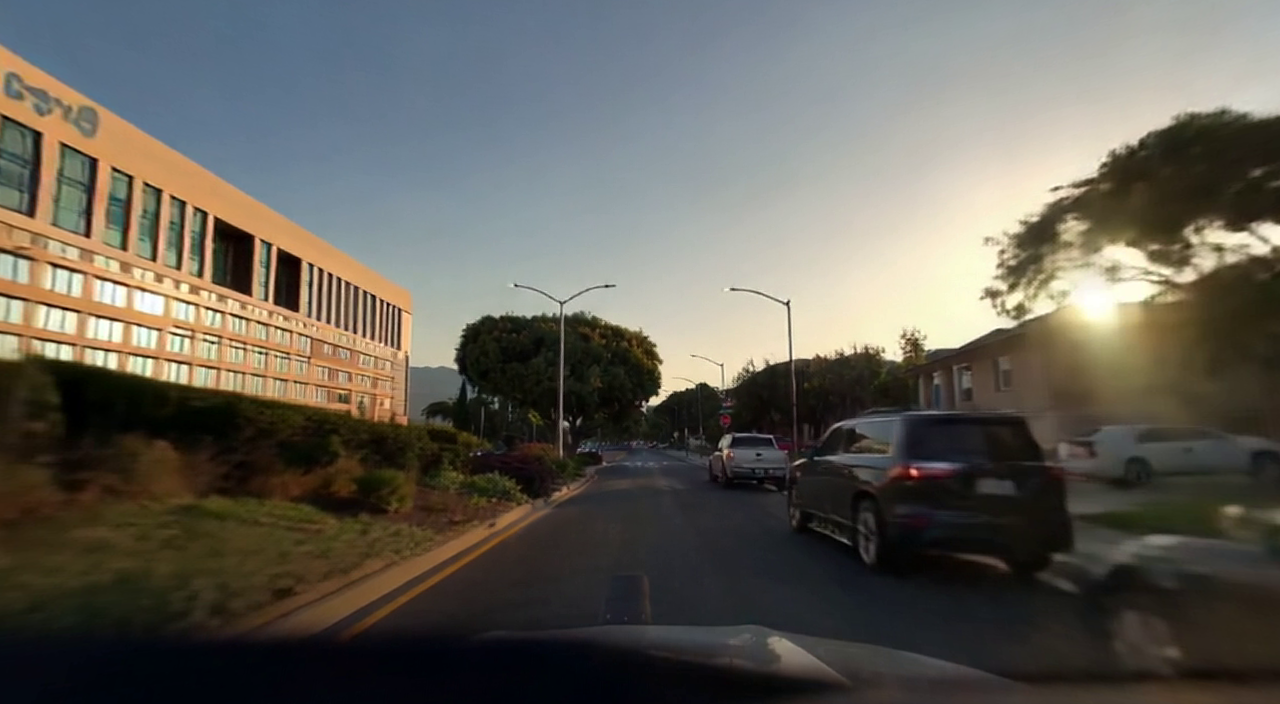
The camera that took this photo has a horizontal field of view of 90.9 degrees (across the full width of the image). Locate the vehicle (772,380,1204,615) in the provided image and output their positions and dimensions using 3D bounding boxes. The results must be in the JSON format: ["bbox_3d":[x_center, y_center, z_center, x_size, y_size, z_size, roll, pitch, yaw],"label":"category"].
[{"bbox_3d":[3.162,1.458,7.266,2.150,1.770,4.801,0,-9,-1],"label":"vehicle"}]

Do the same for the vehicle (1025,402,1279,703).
[{"bbox_3d":[3.185,0.793,1.503,1.848,1.442,4.425,0,-8,2],"label":"vehicle"}]

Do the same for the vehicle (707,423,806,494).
[{"bbox_3d":[3.266,3.113,18.687,2.067,1.846,4.384,0,-8,0],"label":"vehicle"}]
